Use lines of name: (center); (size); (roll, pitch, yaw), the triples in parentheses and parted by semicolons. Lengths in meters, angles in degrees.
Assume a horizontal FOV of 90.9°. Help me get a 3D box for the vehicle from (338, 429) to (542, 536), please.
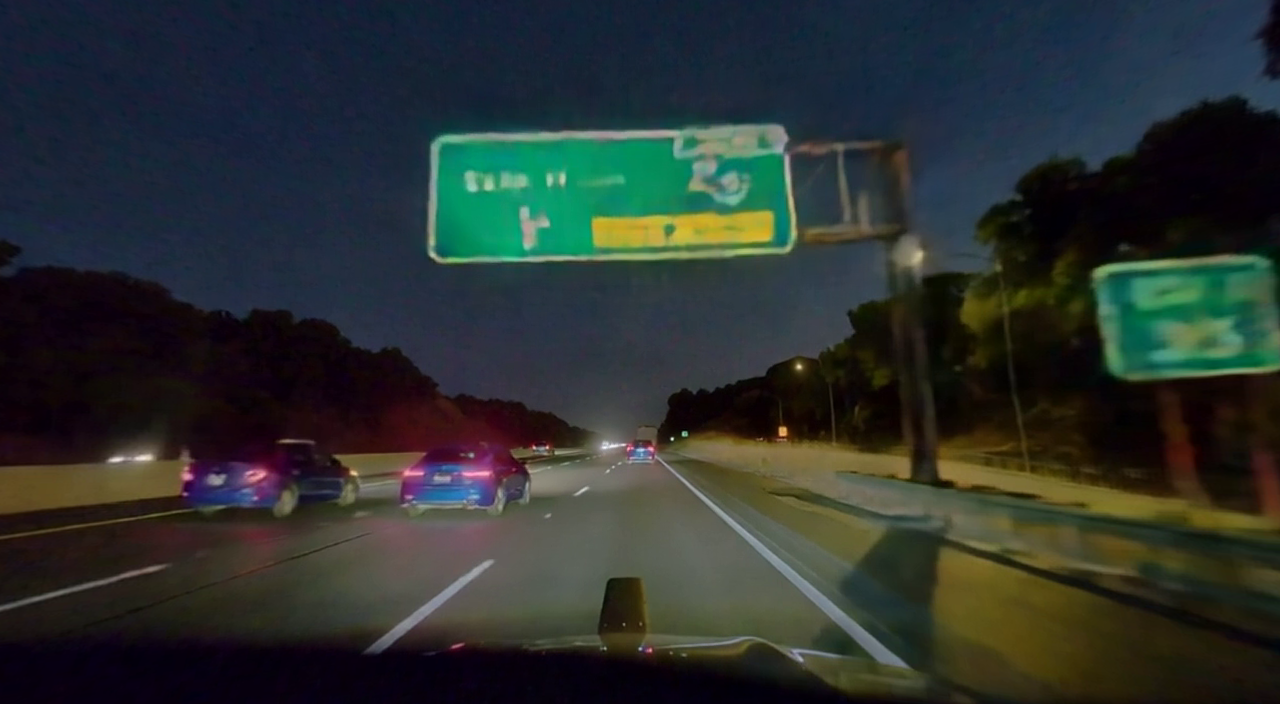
vehicle: (-3.400, 2.343, 12.070); (2.139, 1.589, 5.102); (0, -8, 1)

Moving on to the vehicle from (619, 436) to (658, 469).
vehicle: (-0.052, 6.303, 39.871); (2.309, 1.915, 5.130); (0, -8, 1)

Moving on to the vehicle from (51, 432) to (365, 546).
vehicle: (-6.859, 2.196, 10.885); (2.009, 1.519, 4.697); (0, -8, 2)
